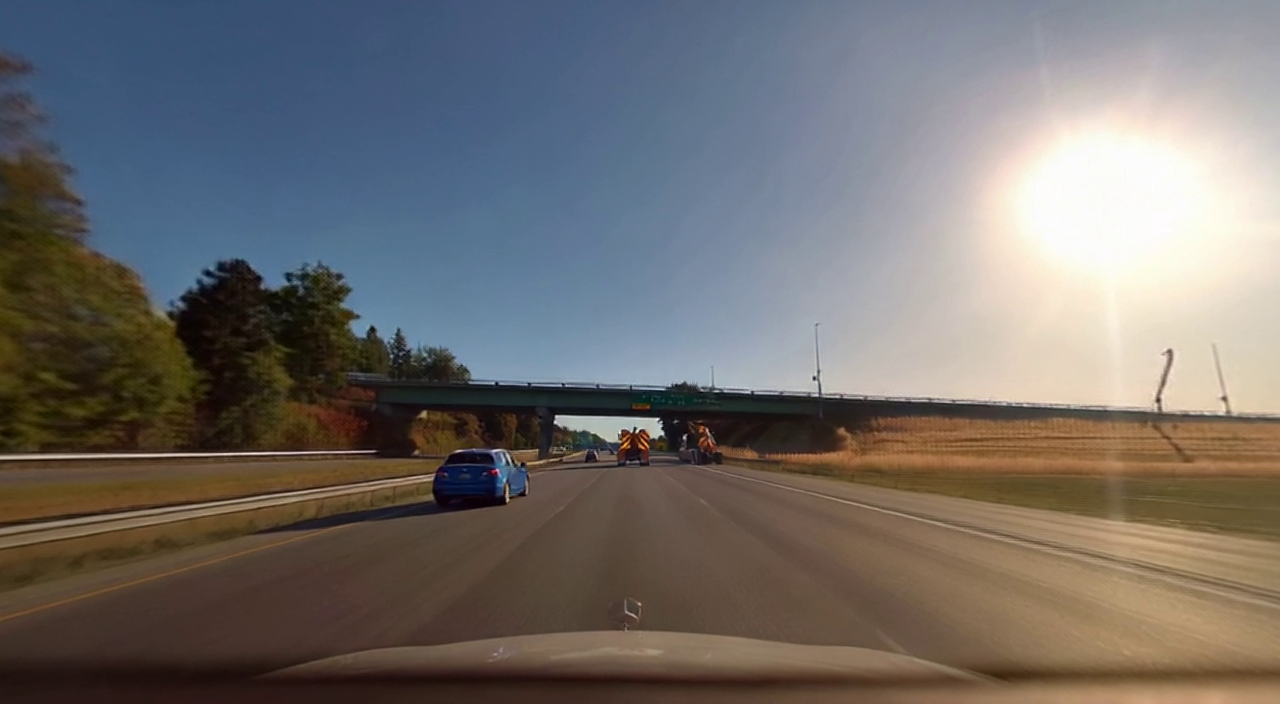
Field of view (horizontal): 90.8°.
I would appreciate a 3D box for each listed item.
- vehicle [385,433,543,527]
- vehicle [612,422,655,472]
[{"bbox_3d":[-3.449,2.602,13.335,2.088,1.643,4.215,0,-9,0],"label":"vehicle"},{"bbox_3d":[-0.440,6.462,42.742,2.672,3.056,6.900,0,-9,-1],"label":"vehicle"}]
